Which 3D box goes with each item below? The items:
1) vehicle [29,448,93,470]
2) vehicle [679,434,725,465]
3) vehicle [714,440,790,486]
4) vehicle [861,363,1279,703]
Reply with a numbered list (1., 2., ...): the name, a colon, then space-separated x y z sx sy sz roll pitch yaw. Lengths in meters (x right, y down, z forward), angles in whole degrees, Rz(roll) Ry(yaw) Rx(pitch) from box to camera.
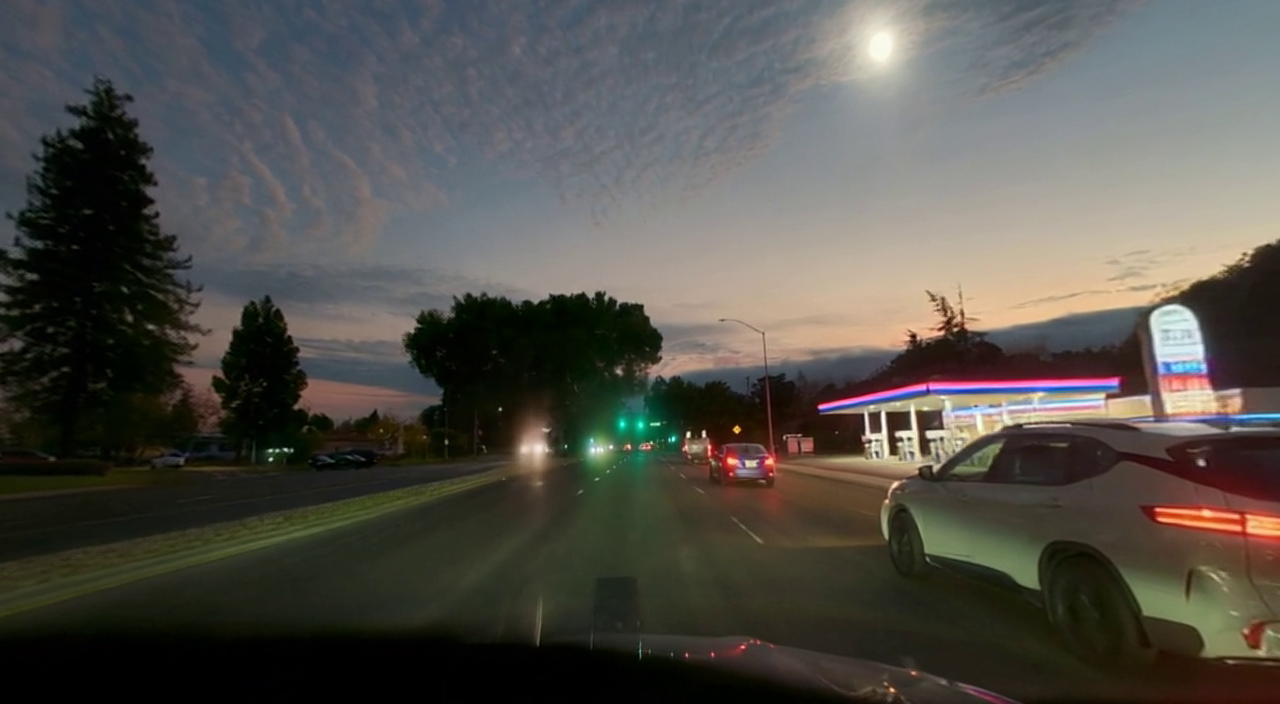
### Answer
1. vehicle: -43.988 8.095 48.007 1.820 1.459 4.381 1 -8 -18
2. vehicle: 4.105 6.588 42.597 2.611 1.983 5.165 0 -9 0
3. vehicle: 3.802 3.835 22.083 1.871 1.442 4.122 0 -9 0
4. vehicle: 3.620 1.244 5.081 1.875 1.665 4.931 0 -9 0
